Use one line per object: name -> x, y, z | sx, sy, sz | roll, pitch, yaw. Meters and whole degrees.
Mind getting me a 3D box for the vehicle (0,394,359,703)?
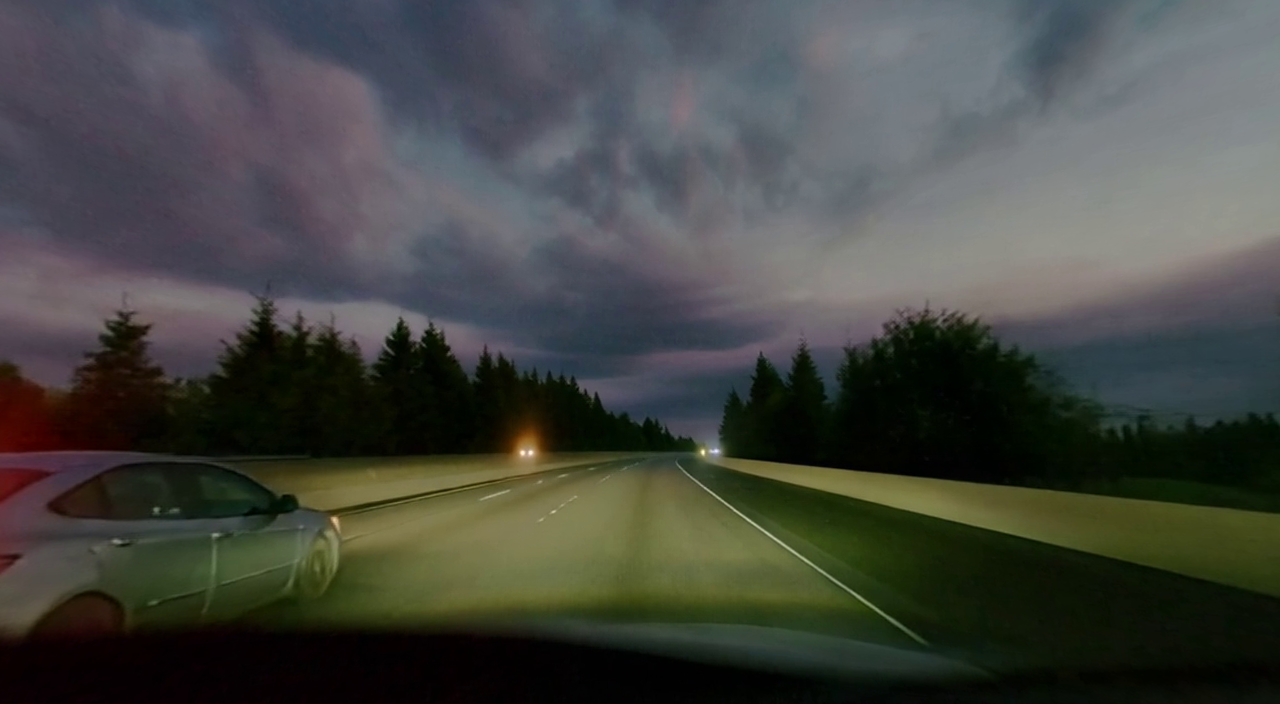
vehicle -> -3.427, 1.047, 3.299 | 1.934, 1.486, 4.115 | 0, -9, 1
